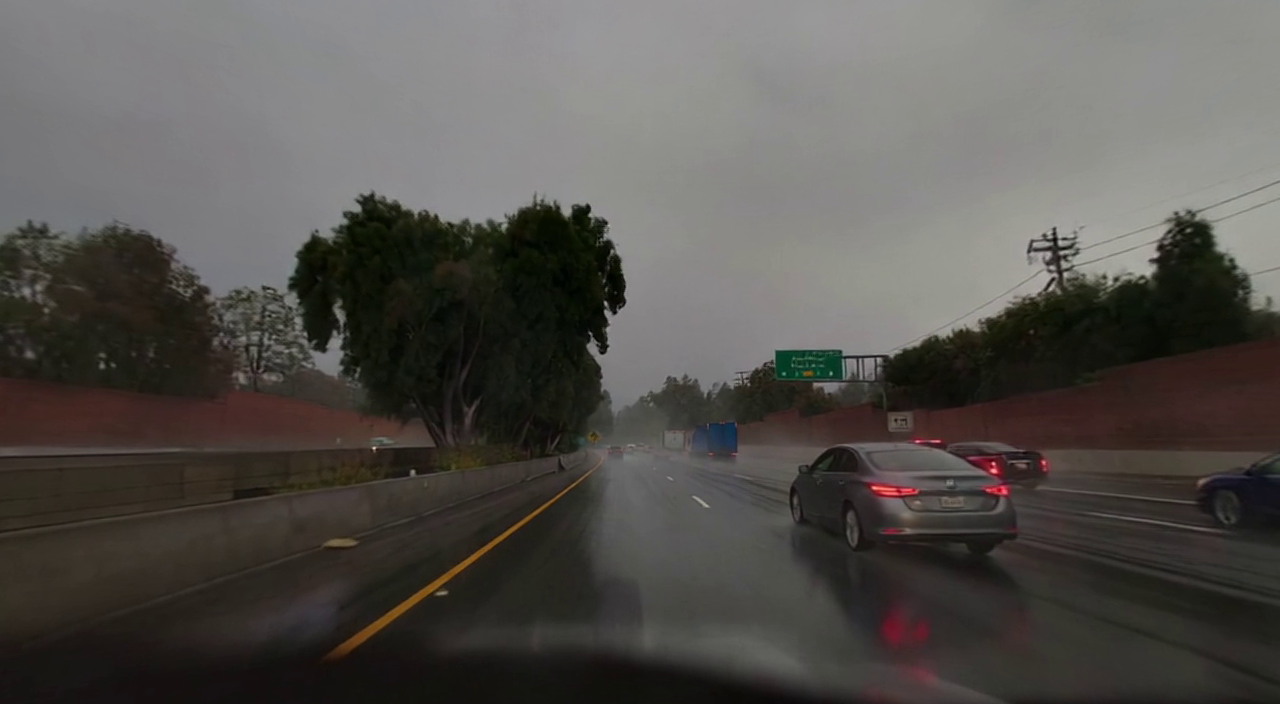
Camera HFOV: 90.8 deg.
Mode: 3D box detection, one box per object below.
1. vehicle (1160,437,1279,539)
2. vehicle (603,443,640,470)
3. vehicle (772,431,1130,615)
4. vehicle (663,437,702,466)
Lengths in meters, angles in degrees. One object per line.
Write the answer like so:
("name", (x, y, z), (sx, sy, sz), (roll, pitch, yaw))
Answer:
("vehicle", (10.261, 1.922, 8.836), (1.980, 1.473, 4.618), (0, -9, -1))
("vehicle", (-1.140, 6.188, 37.608), (2.083, 1.477, 3.965), (0, -9, -3))
("vehicle", (2.966, 1.696, 7.258), (1.922, 1.465, 4.165), (0, -9, -1))
("vehicle", (2.908, 6.966, 44.306), (2.114, 1.849, 4.692), (0, -9, -3))
